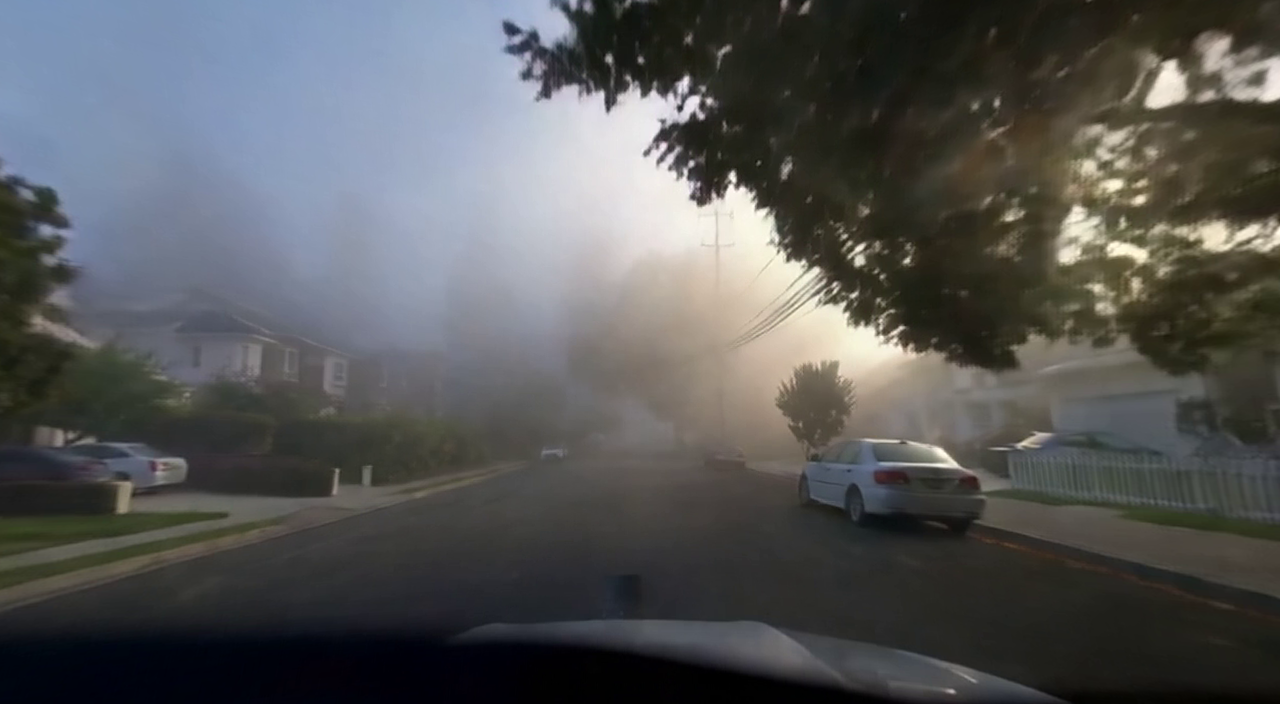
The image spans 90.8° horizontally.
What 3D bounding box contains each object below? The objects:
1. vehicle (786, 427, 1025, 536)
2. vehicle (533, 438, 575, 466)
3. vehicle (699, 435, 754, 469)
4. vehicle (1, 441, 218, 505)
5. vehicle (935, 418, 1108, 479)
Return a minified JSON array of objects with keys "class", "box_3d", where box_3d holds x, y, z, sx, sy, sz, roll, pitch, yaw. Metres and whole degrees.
[{"class":"vehicle","box_3d":[4.209,2.144,11.208,1.936,1.464,5.141,0,-8,-1]},{"class":"vehicle","box_3d":[-5.739,6.699,42.659,1.954,1.551,5.128,-3,-7,1]},{"class":"vehicle","box_3d":[4.218,4.946,31.428,2.020,1.558,3.925,0,-8,-2]},{"class":"vehicle","box_3d":[-14.621,3.334,17.632,4.245,1.649,1.935,0,-9,0]},{"class":"vehicle","box_3d":[12.461,3.137,20.894,4.329,1.863,2.059,-1,-6,1]}]
